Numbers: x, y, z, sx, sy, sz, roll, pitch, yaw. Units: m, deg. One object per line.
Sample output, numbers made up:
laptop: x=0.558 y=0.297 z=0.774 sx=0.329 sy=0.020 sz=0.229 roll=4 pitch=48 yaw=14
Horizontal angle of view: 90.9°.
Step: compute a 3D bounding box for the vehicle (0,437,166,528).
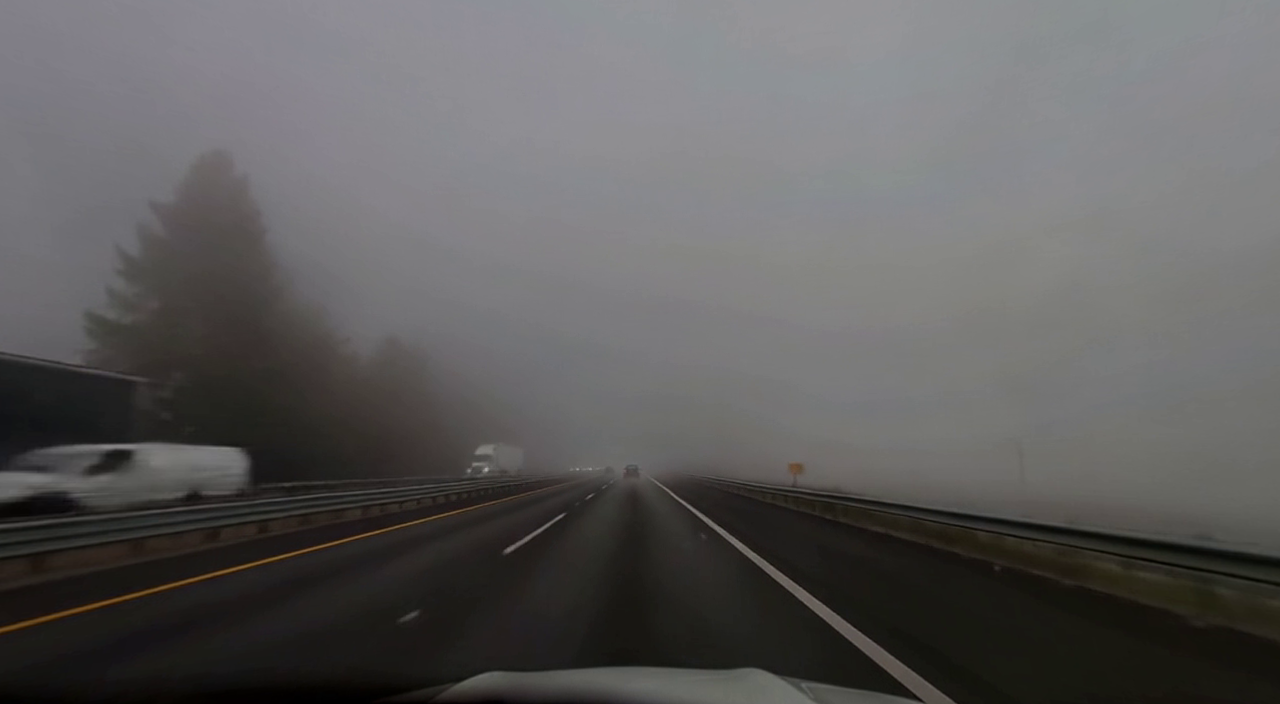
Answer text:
vehicle: x=-12.200 y=2.519 z=12.384 sx=2.189 sy=1.563 sz=4.504 roll=1 pitch=-10 yaw=0
